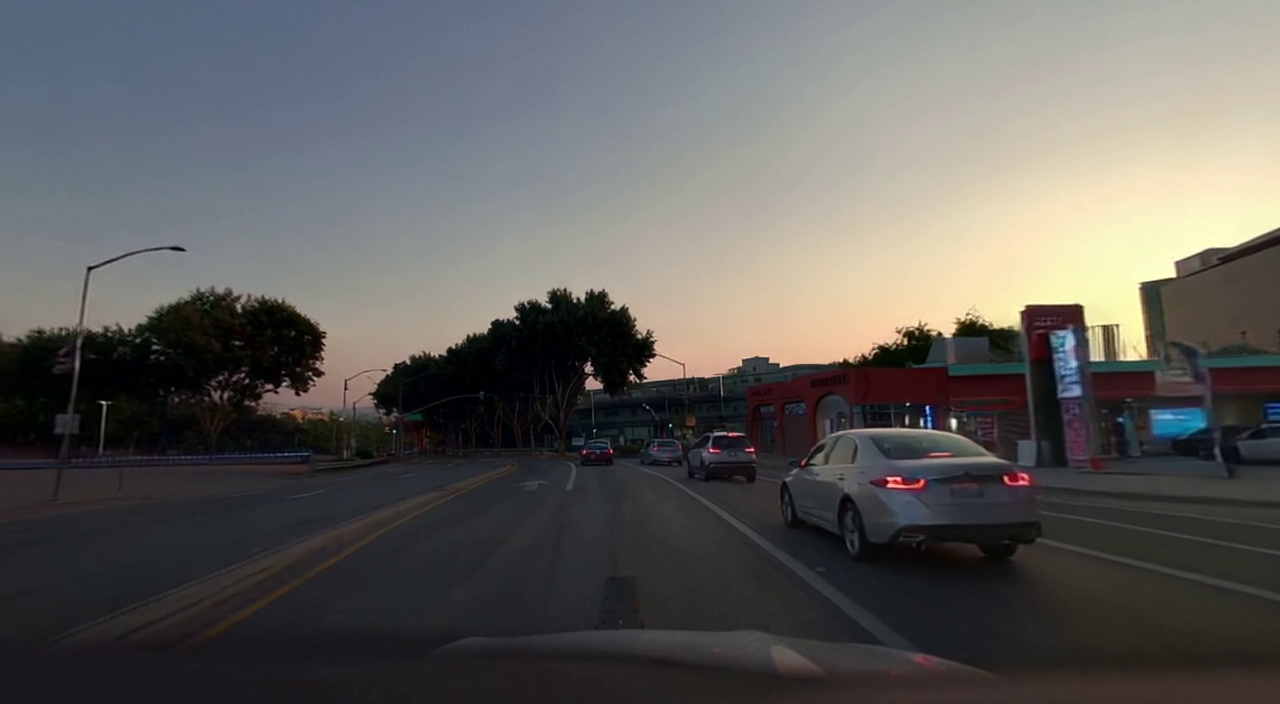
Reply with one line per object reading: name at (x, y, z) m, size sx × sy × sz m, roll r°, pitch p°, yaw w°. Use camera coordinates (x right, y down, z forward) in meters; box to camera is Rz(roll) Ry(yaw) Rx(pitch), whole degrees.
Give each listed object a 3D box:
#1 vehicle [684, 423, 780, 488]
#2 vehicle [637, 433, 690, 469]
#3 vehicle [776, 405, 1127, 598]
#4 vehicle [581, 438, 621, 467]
vehicle at (2.693, 3.182, 19.641) m, size 2.046 × 1.768 × 4.370 m, roll 1°, pitch -9°, yaw -4°
vehicle at (1.206, 5.364, 34.490) m, size 2.216 × 1.750 × 4.520 m, roll 0°, pitch -8°, yaw -6°
vehicle at (3.129, 1.553, 7.488) m, size 1.966 × 1.596 × 3.980 m, roll -1°, pitch -8°, yaw -2°
vehicle at (-2.228, 5.593, 35.175) m, size 2.068 × 1.512 × 3.987 m, roll 1°, pitch -9°, yaw -6°
